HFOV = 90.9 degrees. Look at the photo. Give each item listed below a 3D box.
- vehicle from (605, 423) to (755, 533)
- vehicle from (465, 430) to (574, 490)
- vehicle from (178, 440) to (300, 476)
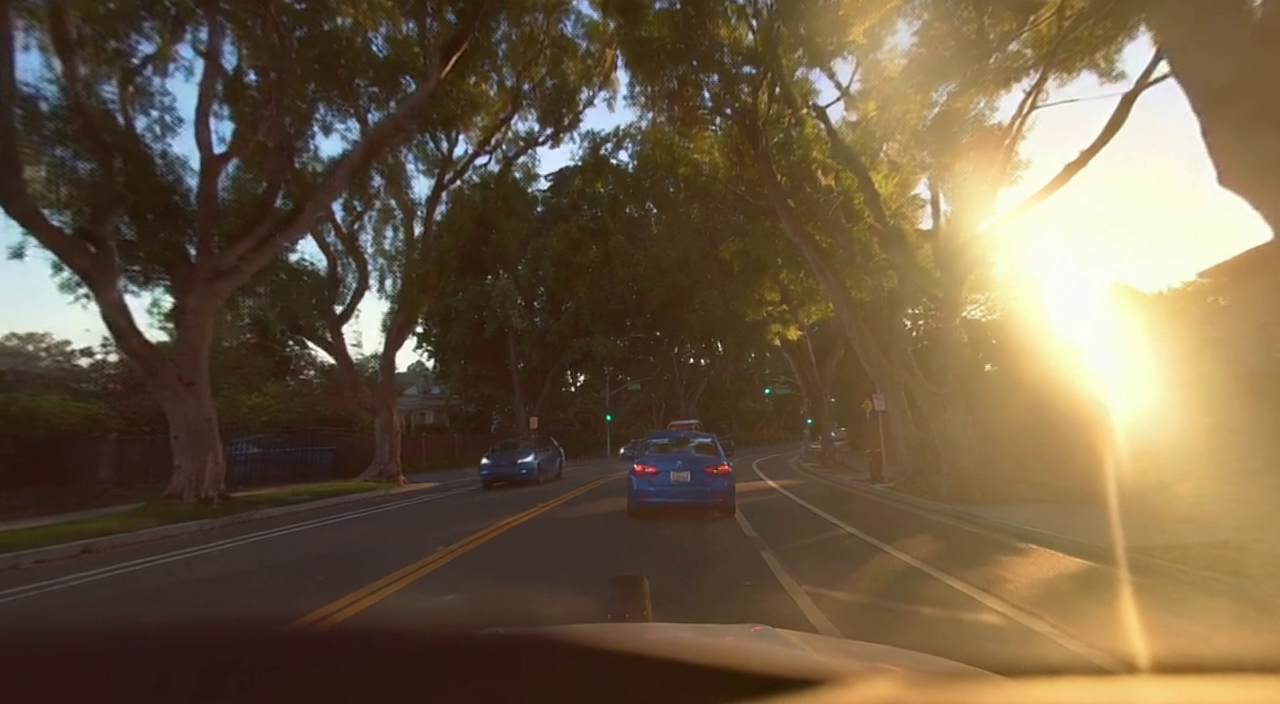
[{"bbox_3d":[0.622,2.039,10.772,2.070,1.516,3.936,0,-8,2],"label":"vehicle"},{"bbox_3d":[-3.676,3.413,20.284,2.082,1.682,4.623,-1,-8,7],"label":"vehicle"},{"bbox_3d":[-17.432,4.627,27.500,4.069,1.445,2.063,-2,-9,10],"label":"vehicle"}]
